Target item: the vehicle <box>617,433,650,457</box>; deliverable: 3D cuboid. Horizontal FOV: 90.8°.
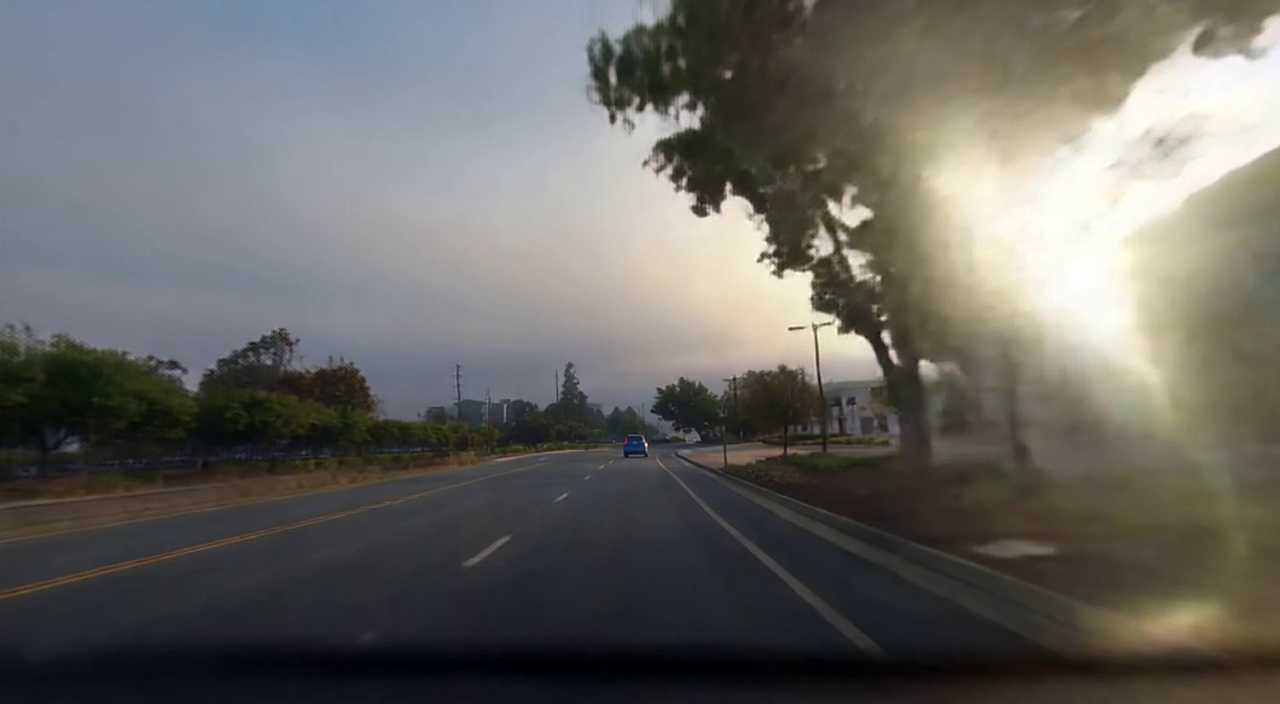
[{"bbox_3d":[-0.450,7.265,49.125,2.370,1.781,4.440,0,-9,2],"label":"vehicle"}]
